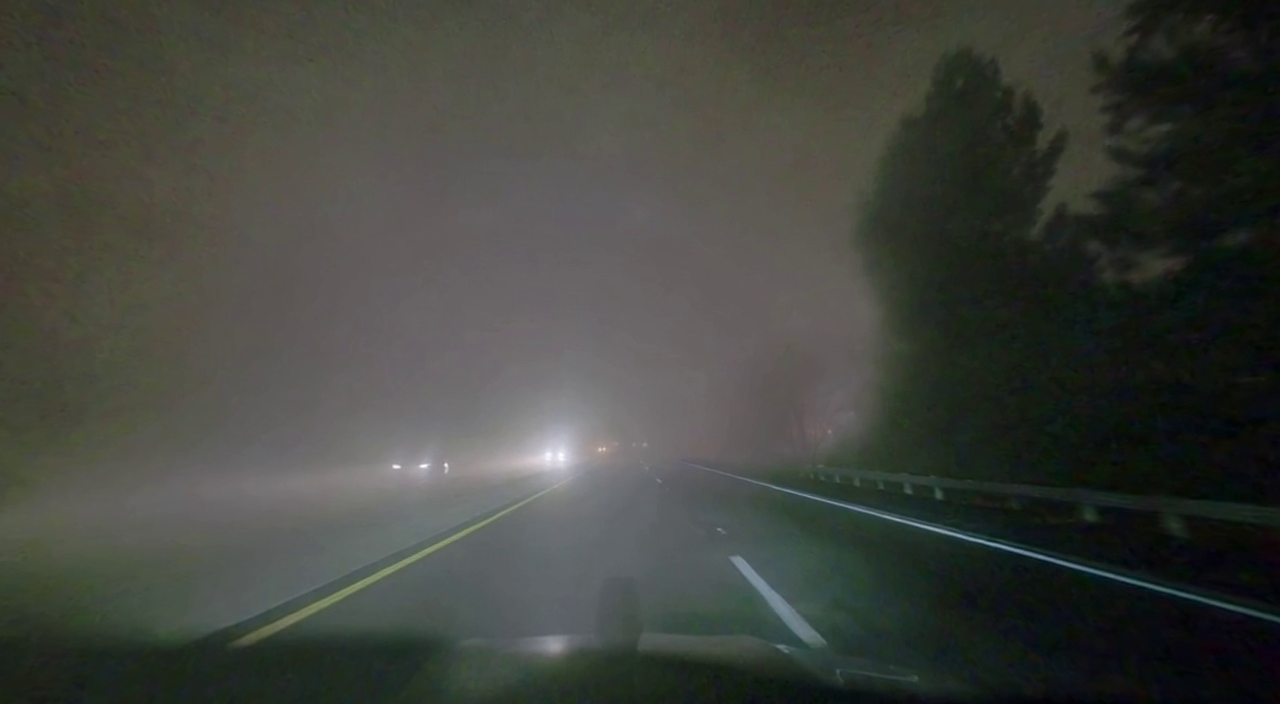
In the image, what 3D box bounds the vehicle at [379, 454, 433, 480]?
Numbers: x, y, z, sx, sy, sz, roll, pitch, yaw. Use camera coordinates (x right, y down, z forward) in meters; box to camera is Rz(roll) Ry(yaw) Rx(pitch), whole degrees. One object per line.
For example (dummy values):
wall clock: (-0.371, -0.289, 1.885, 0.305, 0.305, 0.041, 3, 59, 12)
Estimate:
vehicle: (-14.655, 7.198, 39.579, 1.847, 1.466, 4.029, 0, -9, -1)
